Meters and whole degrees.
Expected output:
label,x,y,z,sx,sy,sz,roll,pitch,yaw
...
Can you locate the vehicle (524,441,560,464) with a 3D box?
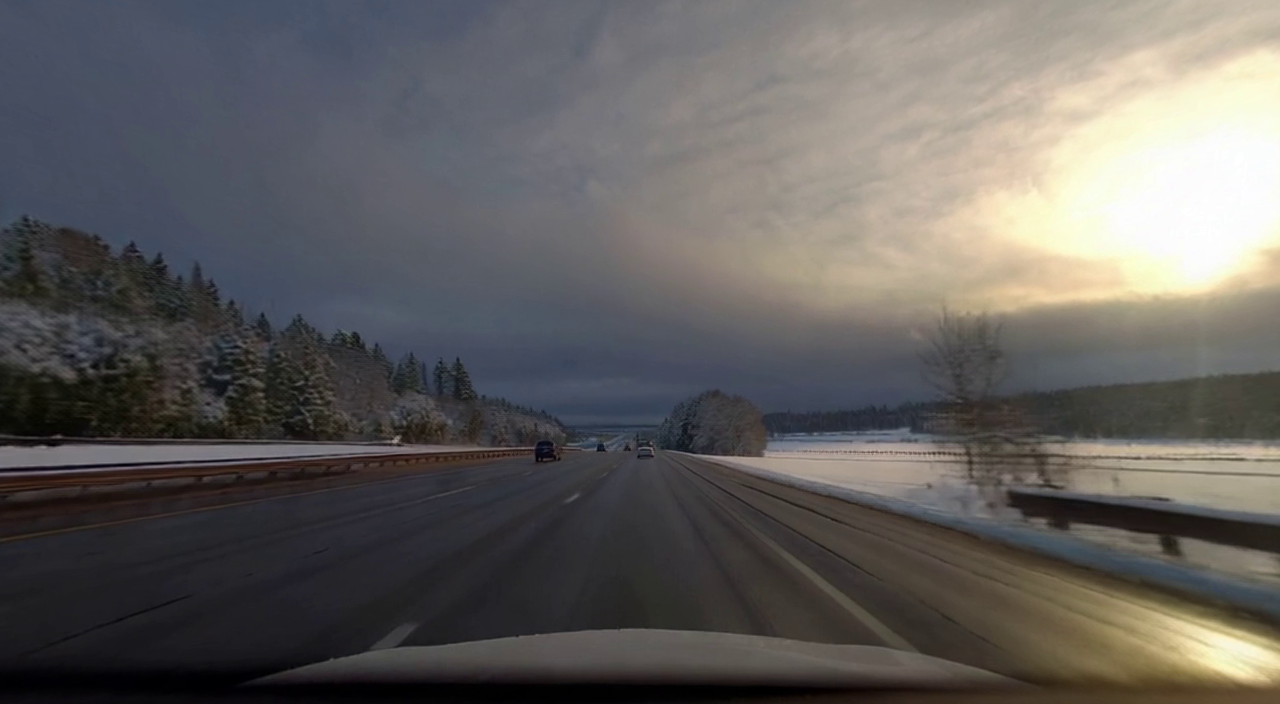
label,x,y,z,sx,sy,sz,roll,pitch,yaw
vehicle,-7.197,7.424,46.813,1.972,1.603,3.891,0,-8,1
